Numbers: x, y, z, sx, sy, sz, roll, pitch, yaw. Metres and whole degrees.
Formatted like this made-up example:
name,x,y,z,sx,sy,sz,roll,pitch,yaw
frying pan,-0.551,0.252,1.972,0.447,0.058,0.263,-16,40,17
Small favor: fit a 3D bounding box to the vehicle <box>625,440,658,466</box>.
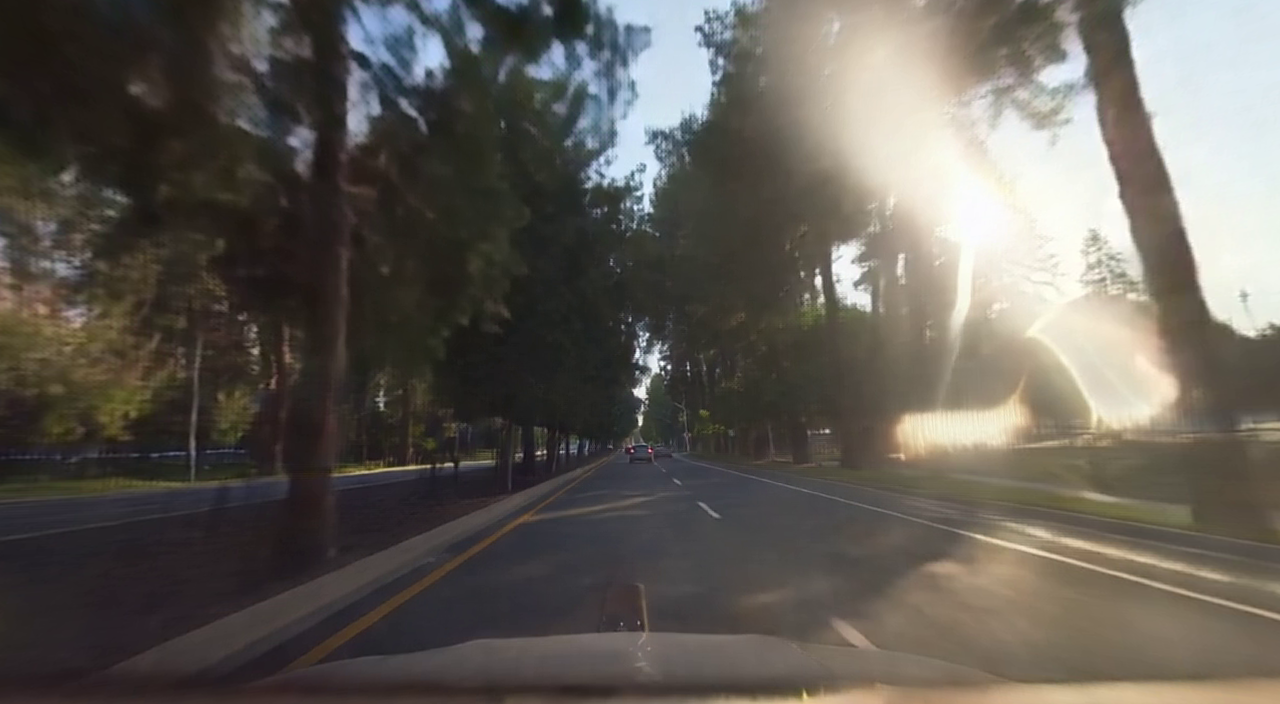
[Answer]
name,x,y,z,sx,sy,sz,roll,pitch,yaw
vehicle,0.052,6.623,41.521,2.048,1.584,4.393,0,-9,-1
